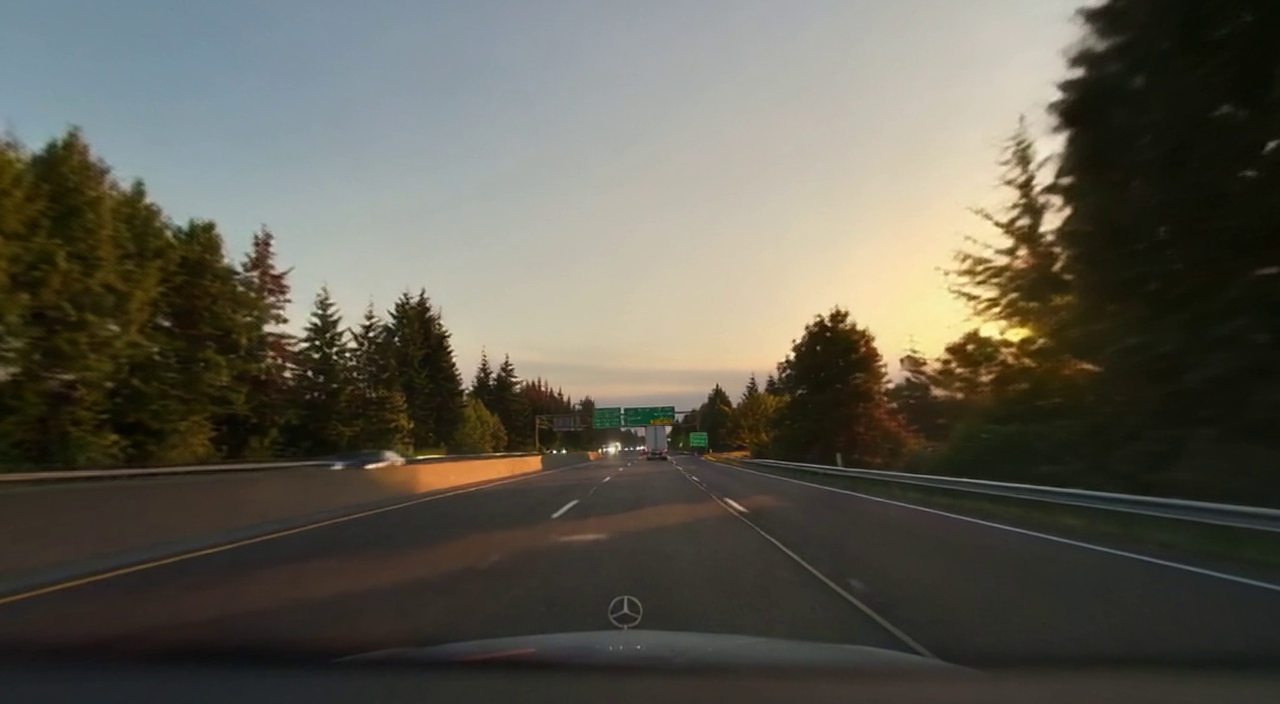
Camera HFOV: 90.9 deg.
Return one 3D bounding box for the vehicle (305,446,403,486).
[{"bbox_3d":[-12.355,4.953,27.632,2.151,1.566,4.614,0,-9,0],"label":"vehicle"}]
